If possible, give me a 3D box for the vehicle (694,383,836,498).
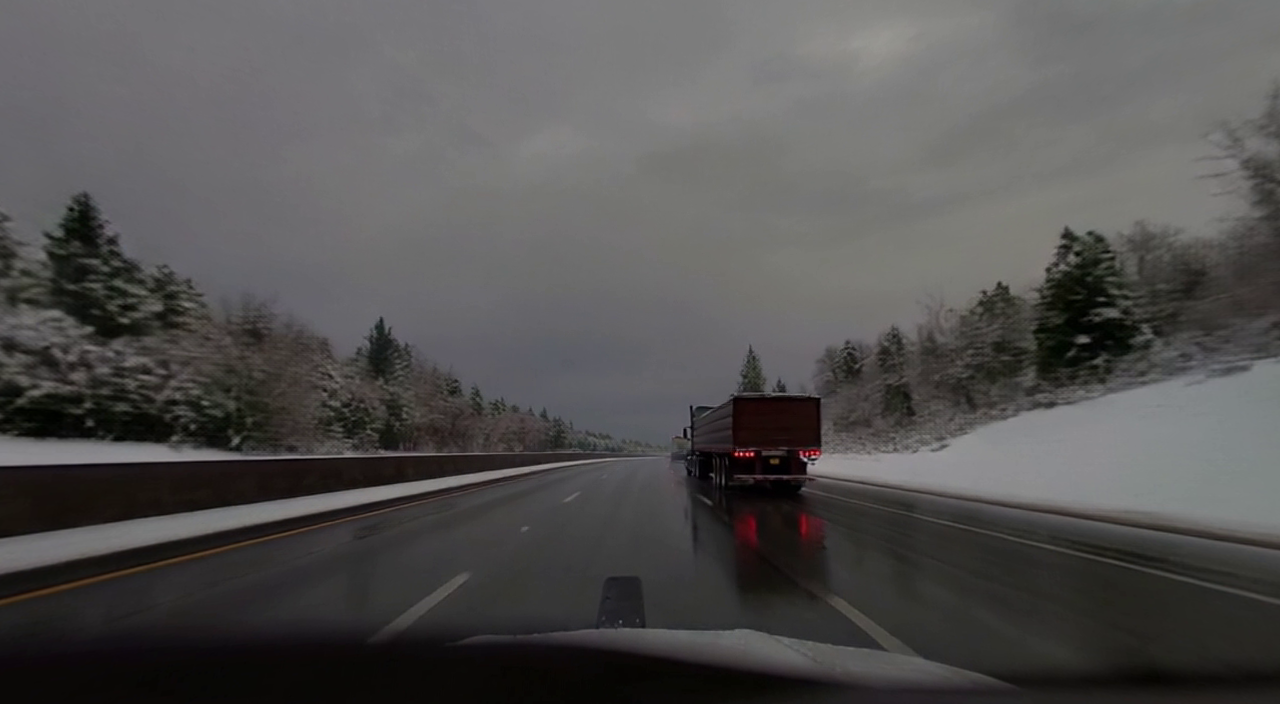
[{"bbox_3d":[4.340,3.744,25.953,2.868,3.427,14.032,0,-9,-1],"label":"vehicle"}]
